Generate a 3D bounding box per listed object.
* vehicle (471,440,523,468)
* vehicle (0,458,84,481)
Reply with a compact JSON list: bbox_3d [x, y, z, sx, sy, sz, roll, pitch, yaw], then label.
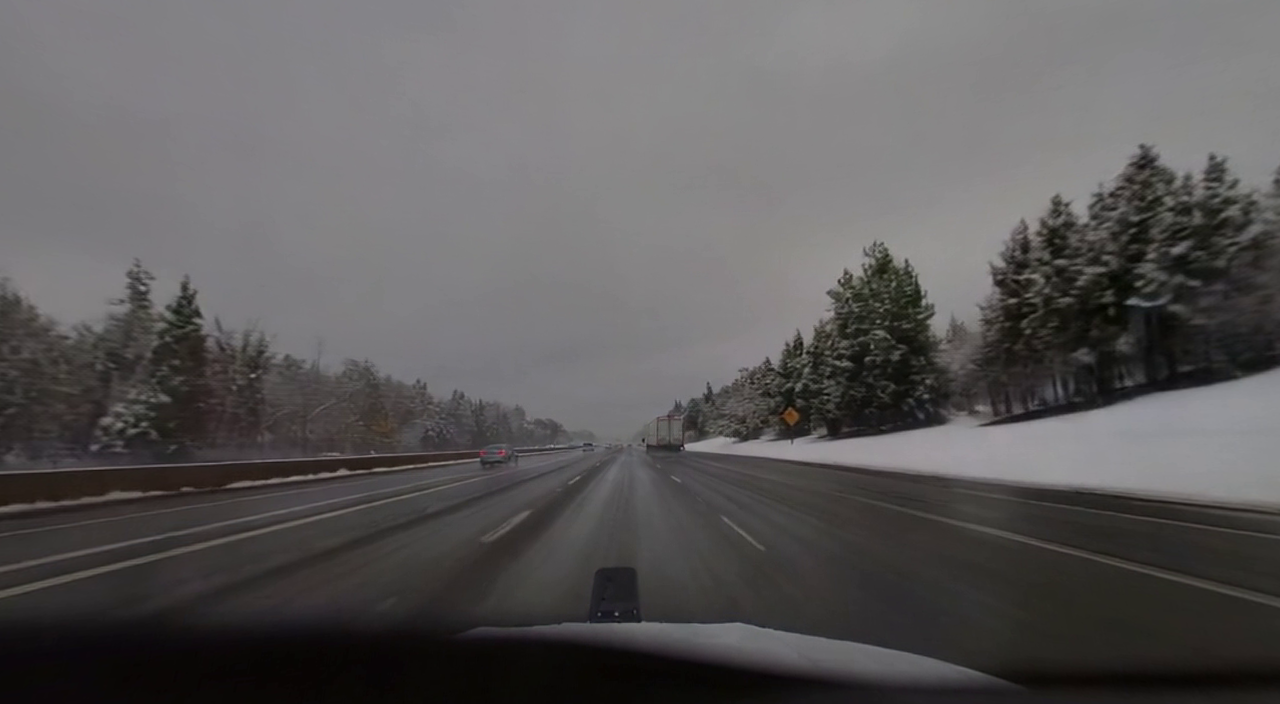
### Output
[{"bbox_3d":[-8.216,5.911,36.749,2.033,1.494,4.508,0,-9,0],"label":"vehicle"},{"bbox_3d":[-44.845,8.827,47.548,1.869,1.517,4.593,0,-9,-1],"label":"vehicle"}]
